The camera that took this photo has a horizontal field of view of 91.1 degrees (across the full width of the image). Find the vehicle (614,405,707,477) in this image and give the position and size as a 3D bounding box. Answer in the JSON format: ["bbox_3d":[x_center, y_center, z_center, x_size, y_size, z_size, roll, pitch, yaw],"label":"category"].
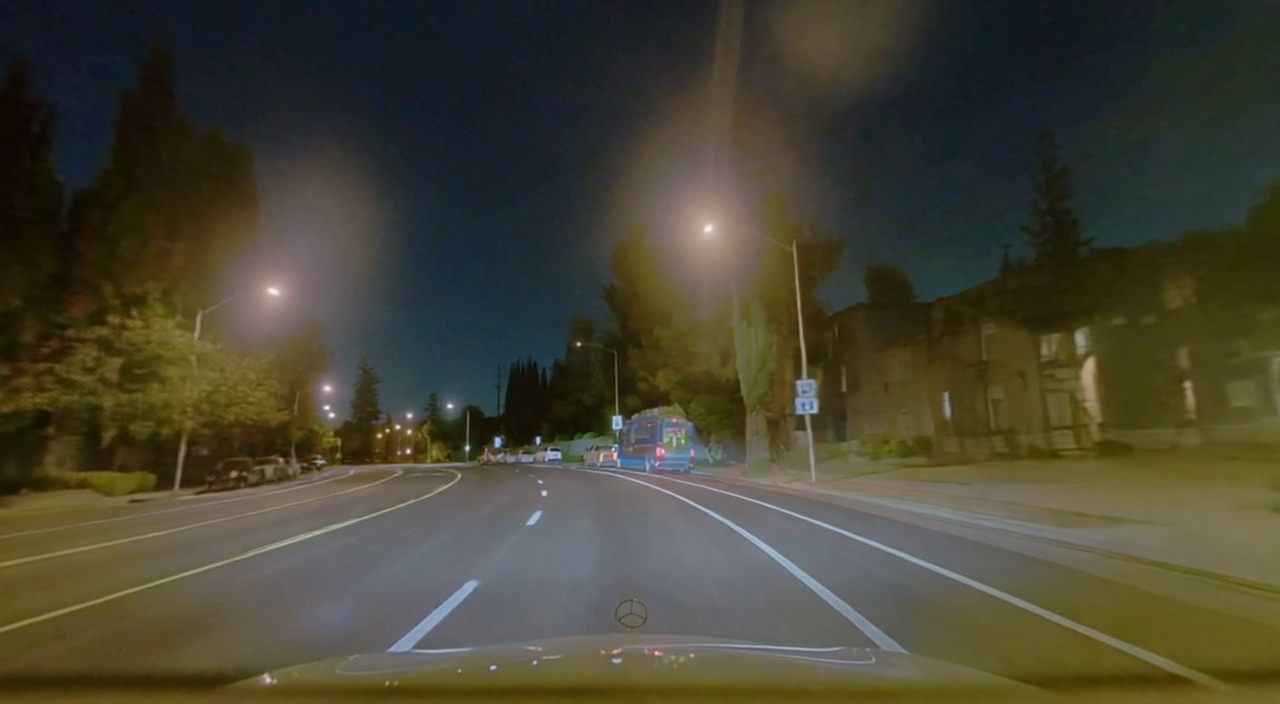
[{"bbox_3d":[0.832,4.765,33.384,2.918,3.319,7.595,2,-9,-14],"label":"vehicle"}]

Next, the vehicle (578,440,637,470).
[{"bbox_3d":[-2.347,6.970,42.880,2.251,1.868,6.178,3,-9,-20],"label":"vehicle"}]

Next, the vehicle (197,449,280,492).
[{"bbox_3d":[-18.795,5.511,29.644,1.976,1.797,4.249,2,-9,-15],"label":"vehicle"}]
